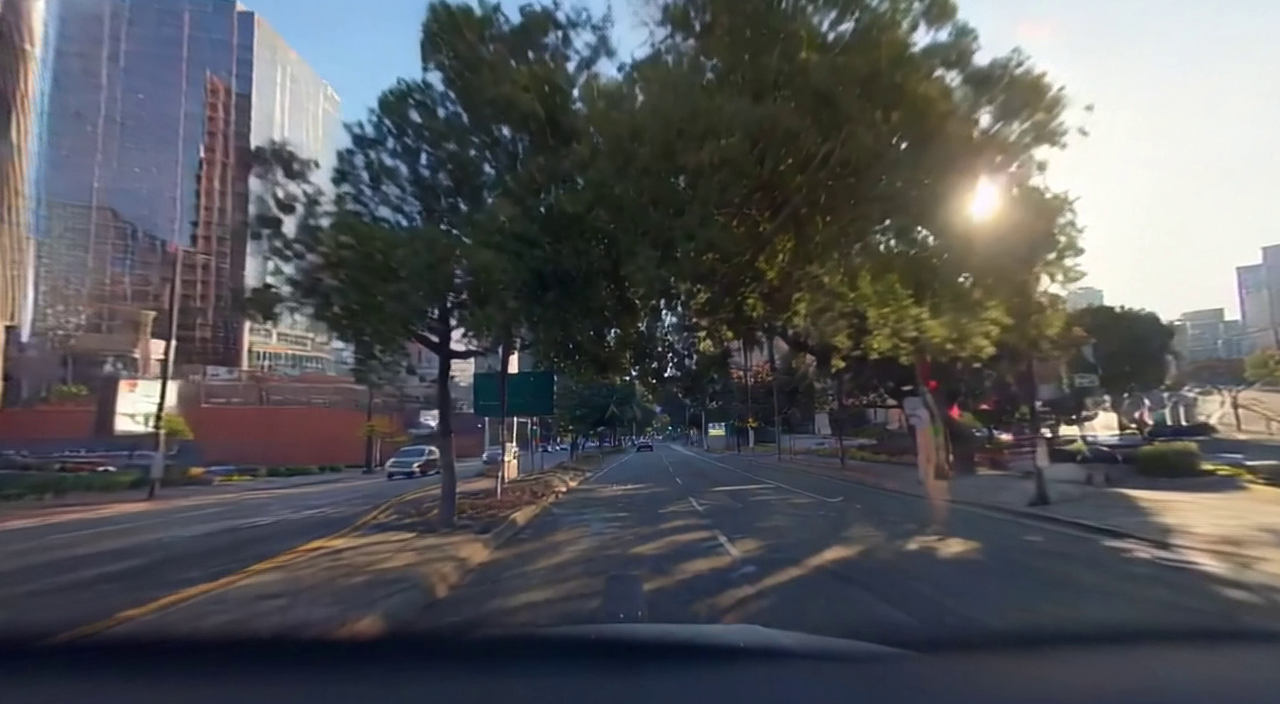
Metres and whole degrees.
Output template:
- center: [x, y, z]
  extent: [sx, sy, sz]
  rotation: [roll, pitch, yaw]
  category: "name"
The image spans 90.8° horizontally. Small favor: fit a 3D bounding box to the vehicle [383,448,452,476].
- center: [-12.964, 6.415, 37.198]
  extent: [2.132, 1.522, 4.646]
  rotation: [-1, -9, 3]
  category: "vehicle"
